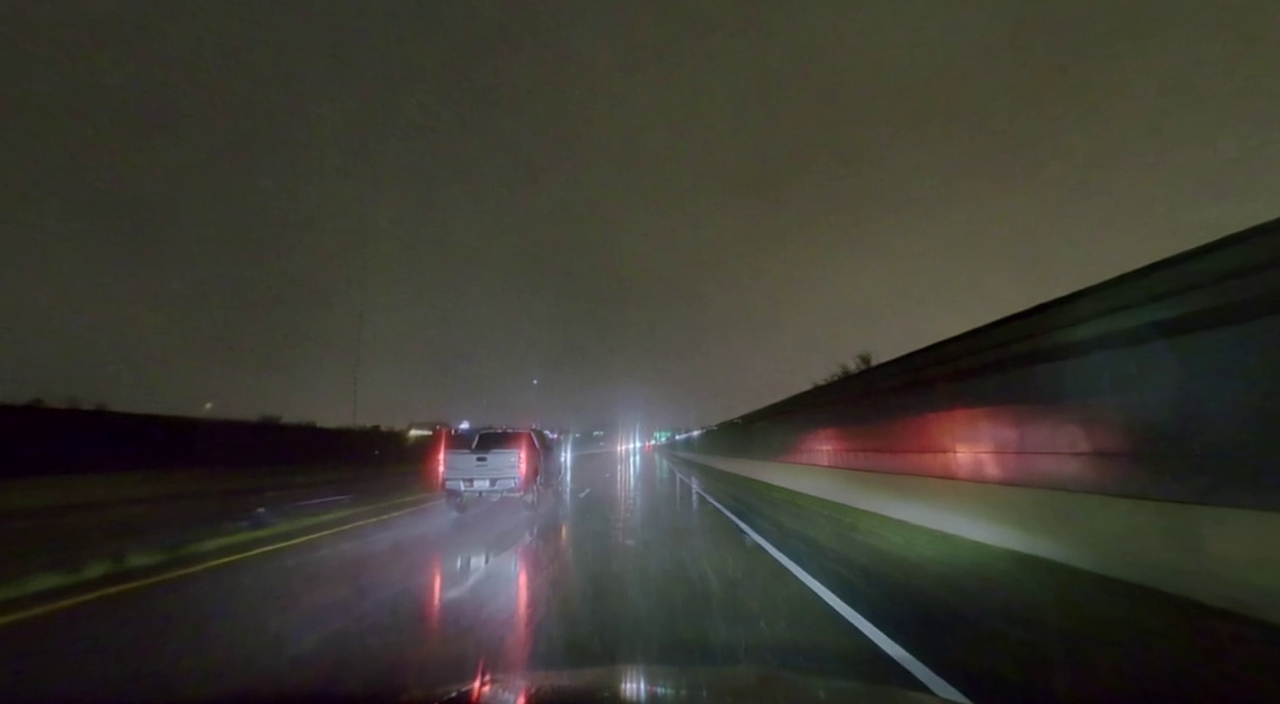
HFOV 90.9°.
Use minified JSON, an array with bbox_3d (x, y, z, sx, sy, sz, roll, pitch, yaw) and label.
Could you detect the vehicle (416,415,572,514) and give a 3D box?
[{"bbox_3d":[-3.213,2.654,15.419,2.350,1.932,5.562,-1,-8,2],"label":"vehicle"}]
